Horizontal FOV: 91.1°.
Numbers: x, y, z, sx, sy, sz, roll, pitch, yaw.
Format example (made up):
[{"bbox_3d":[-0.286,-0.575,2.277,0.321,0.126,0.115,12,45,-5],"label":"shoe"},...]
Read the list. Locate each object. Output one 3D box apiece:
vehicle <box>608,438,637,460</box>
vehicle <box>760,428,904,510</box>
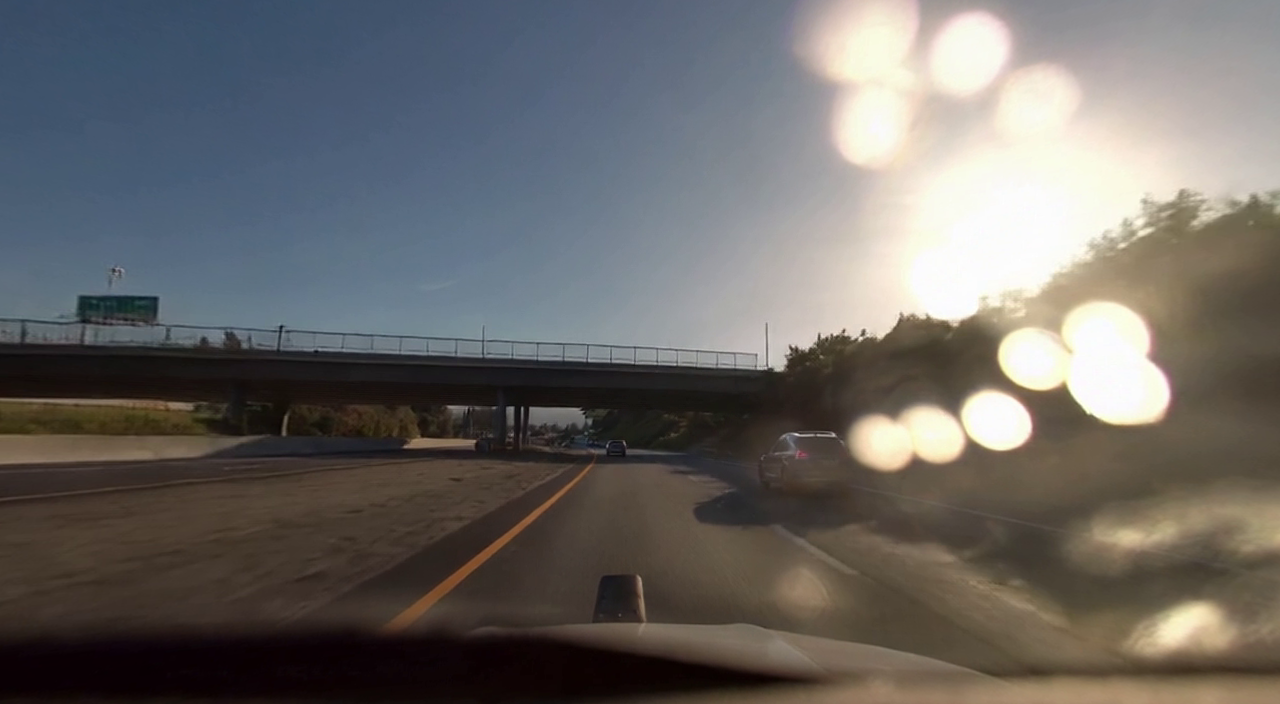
[{"bbox_3d":[-1.286,6.960,45.262,1.998,1.512,3.735,0,-8,-3],"label":"vehicle"},{"bbox_3d":[3.945,2.447,13.600,1.852,1.513,3.652,0,-8,-2],"label":"vehicle"}]
